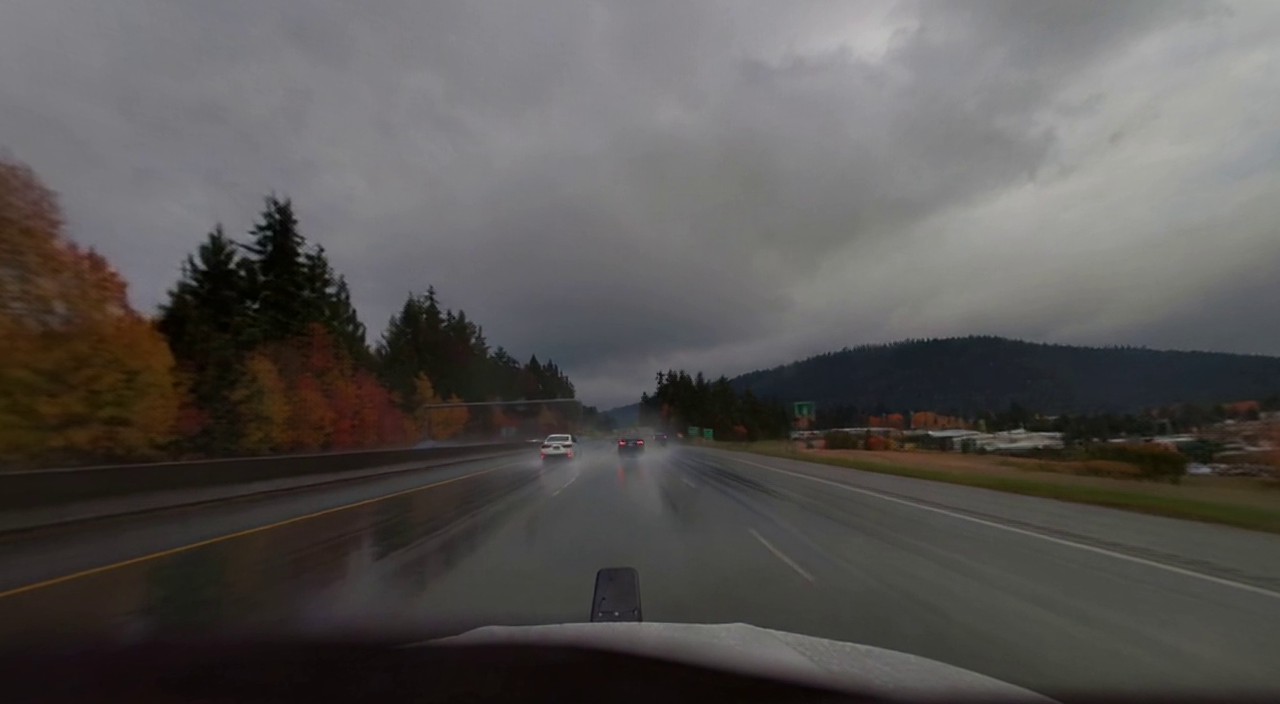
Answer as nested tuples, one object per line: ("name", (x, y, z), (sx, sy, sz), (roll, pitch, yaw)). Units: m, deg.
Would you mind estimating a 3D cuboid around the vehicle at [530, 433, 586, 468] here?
("vehicle", (-3.803, 4.654, 30.013), (2.103, 1.507, 4.367), (0, -8, 0))
